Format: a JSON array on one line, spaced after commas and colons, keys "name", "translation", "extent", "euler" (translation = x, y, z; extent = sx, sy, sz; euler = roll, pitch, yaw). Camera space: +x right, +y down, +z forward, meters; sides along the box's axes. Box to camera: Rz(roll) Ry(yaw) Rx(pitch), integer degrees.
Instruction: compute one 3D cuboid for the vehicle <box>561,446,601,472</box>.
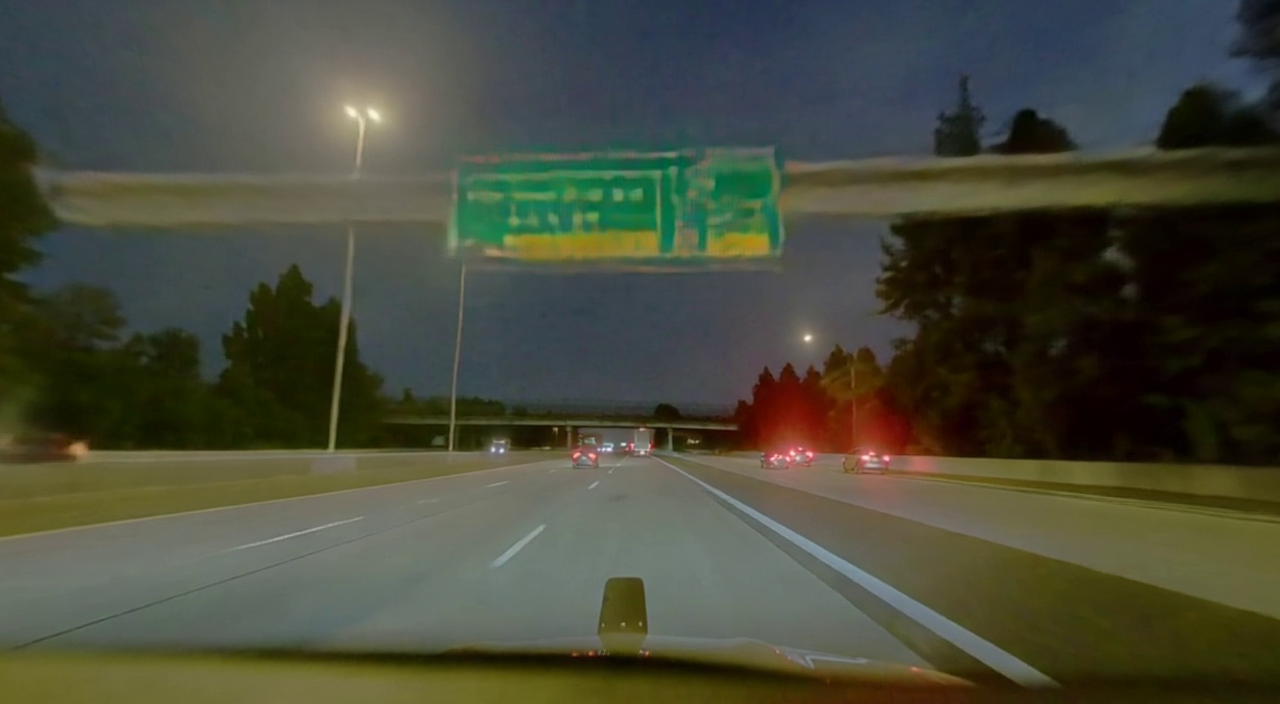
[{"name": "vehicle", "translation": [-3.664, 6.732, 39.817], "extent": [2.070, 1.564, 4.145], "euler": [0, -9, 0]}]
